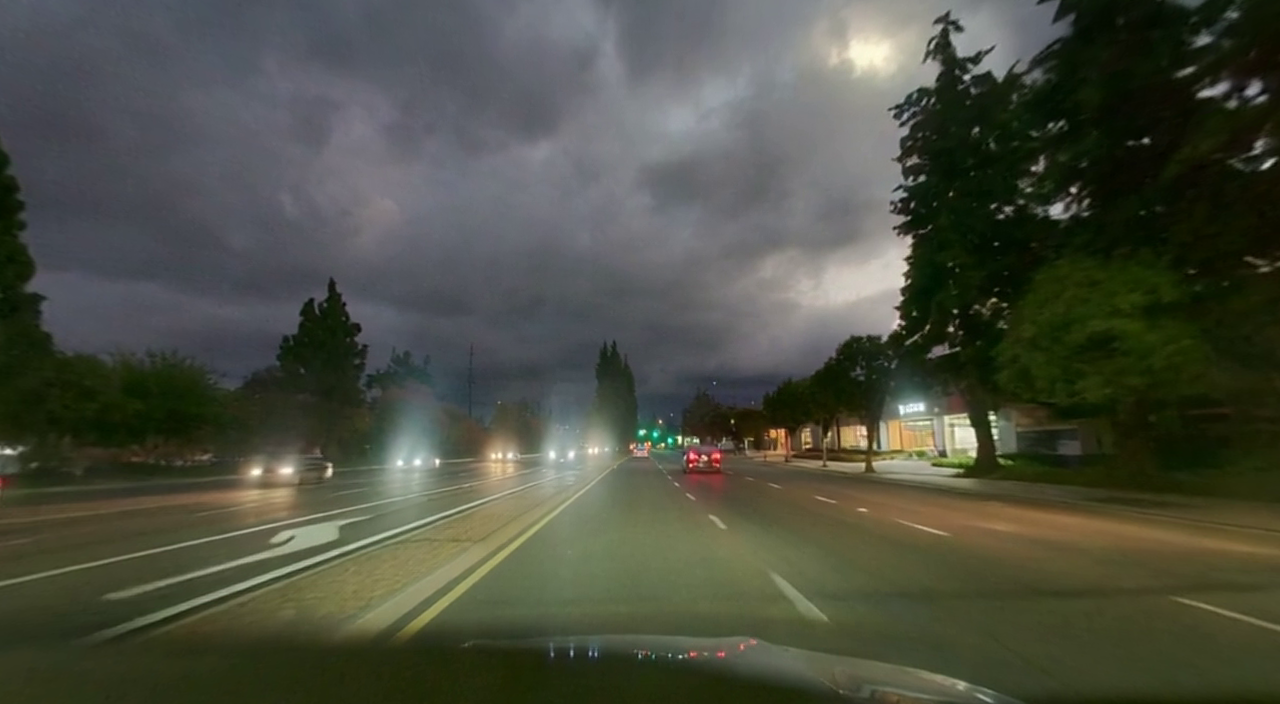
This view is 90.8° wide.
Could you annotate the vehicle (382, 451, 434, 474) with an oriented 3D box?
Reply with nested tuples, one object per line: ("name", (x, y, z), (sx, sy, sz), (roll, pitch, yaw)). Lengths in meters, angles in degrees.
("vehicle", (-16.358, 7.791, 44.784), (1.989, 1.466, 4.349), (0, -9, 0))

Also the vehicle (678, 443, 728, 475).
("vehicle", (3.147, 5.467, 32.467), (1.983, 1.482, 4.463), (0, -9, -2))

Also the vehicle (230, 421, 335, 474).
("vehicle", (-27.735, 7.517, 49.680), (2.804, 3.714, 8.815), (-1, -9, 2))

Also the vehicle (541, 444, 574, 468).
("vehicle", (-6.000, 7.575, 46.303), (2.100, 1.639, 4.268), (0, -9, -3))

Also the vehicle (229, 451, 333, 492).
("vehicle", (-14.945, 4.965, 26.629), (1.878, 1.515, 4.258), (0, -9, 0))
